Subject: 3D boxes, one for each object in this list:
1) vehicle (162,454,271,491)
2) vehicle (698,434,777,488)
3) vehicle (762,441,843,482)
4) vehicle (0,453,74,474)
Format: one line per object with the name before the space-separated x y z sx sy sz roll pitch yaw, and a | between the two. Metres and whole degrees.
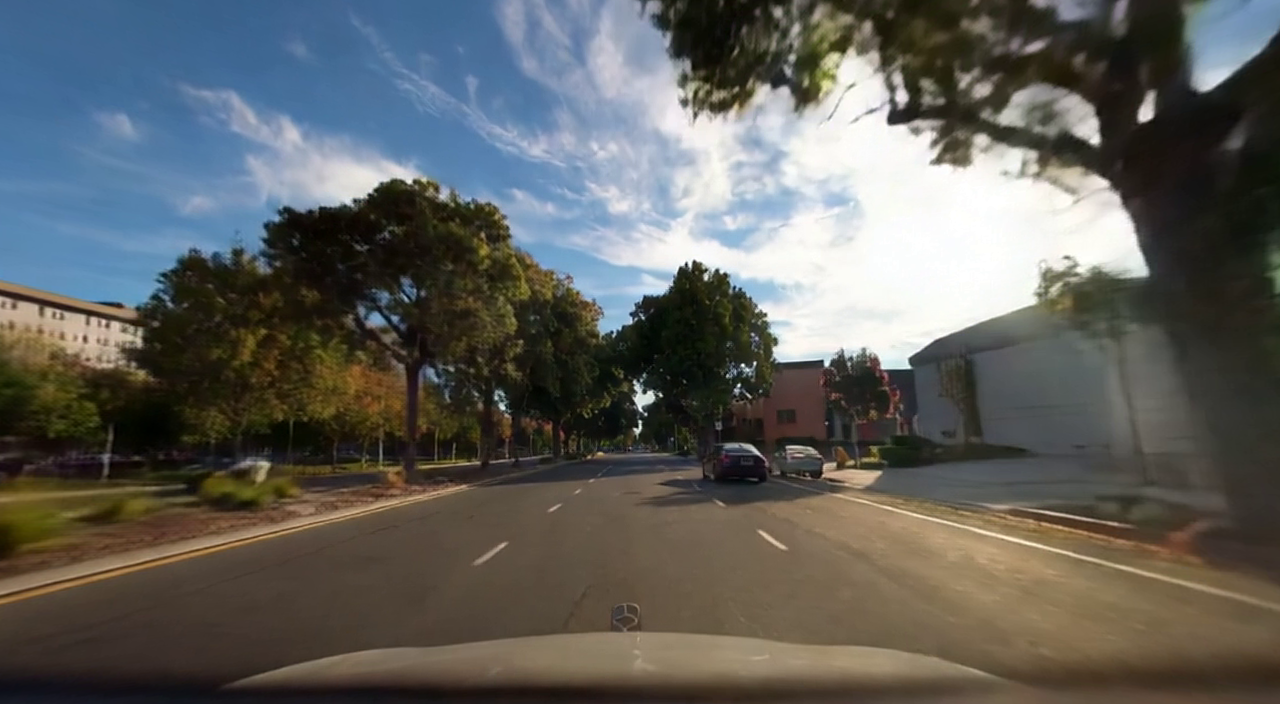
vehicle | -19.350 5.485 29.176 1.839 1.481 4.585 0 -8 0
vehicle | 3.367 3.857 22.802 2.083 1.743 4.354 0 -8 -1
vehicle | 6.739 4.586 26.851 1.918 1.544 4.871 -1 -8 -3
vehicle | -44.365 8.072 45.914 4.471 1.466 1.887 0 -8 -1
